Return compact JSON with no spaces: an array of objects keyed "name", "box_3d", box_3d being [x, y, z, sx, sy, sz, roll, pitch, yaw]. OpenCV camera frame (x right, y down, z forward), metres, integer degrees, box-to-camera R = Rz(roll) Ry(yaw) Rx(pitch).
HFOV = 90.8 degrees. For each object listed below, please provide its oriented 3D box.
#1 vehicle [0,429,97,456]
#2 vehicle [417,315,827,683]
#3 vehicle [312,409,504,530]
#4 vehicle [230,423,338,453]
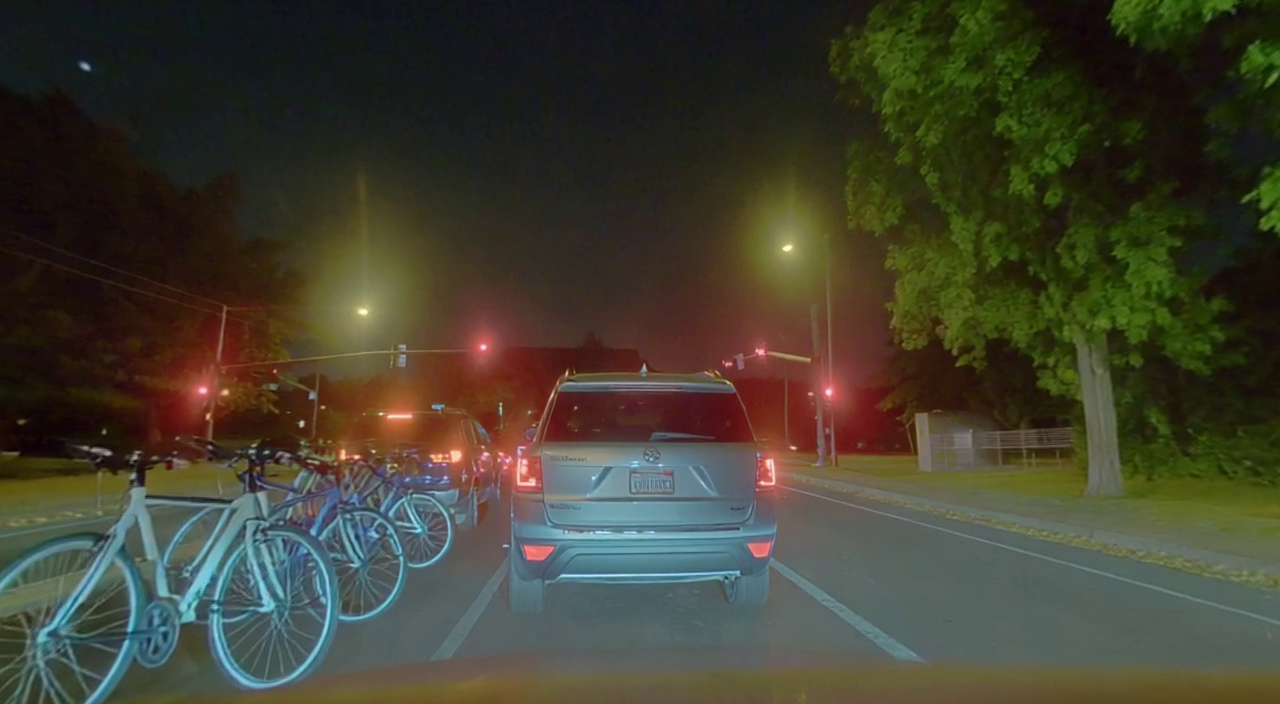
[{"name":"vehicle","box_3d":[-35.665,5.448,38.098,3.926,1.536,1.731,0,-7,-9]},{"name":"vehicle","box_3d":[-0.243,1.156,6.005,2.333,2.087,4.586,1,-8,-4]},{"name":"vehicle","box_3d":[-4.198,2.226,12.623,2.337,1.858,5.409,1,-9,-7]},{"name":"vehicle","box_3d":[-26.961,6.560,48.058,6.559,2.240,2.442,1,-9,-9]}]
